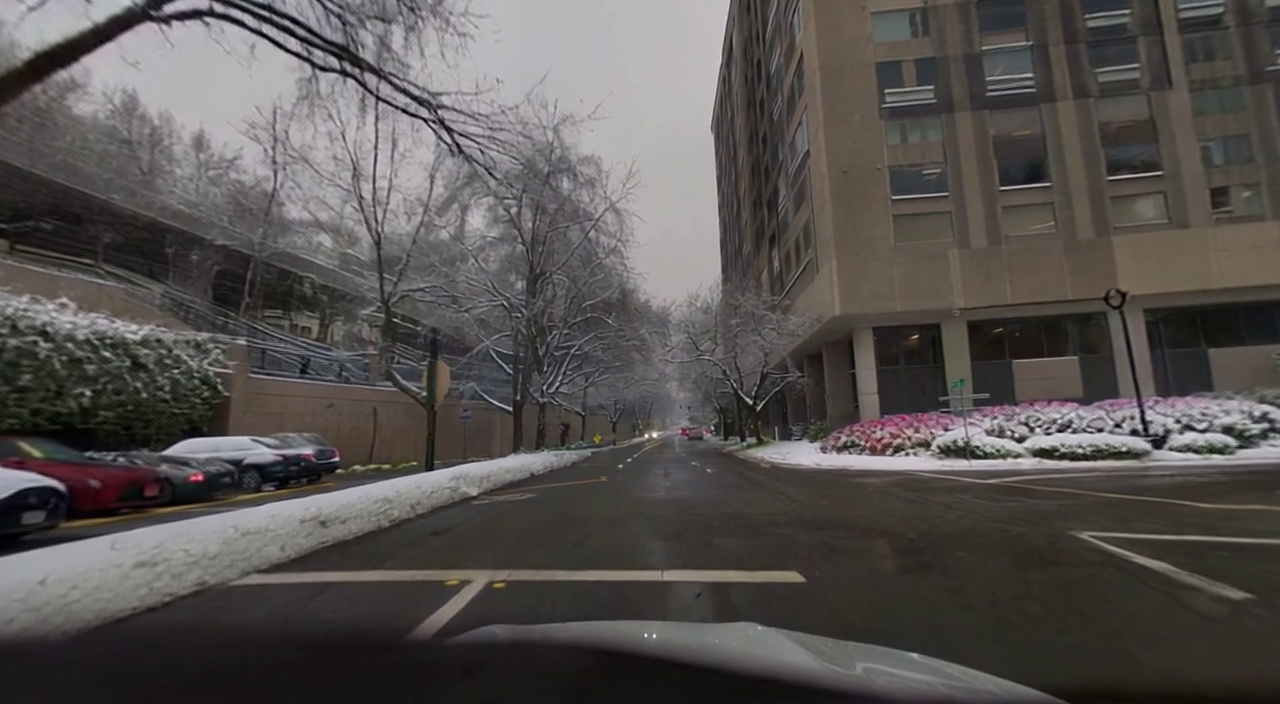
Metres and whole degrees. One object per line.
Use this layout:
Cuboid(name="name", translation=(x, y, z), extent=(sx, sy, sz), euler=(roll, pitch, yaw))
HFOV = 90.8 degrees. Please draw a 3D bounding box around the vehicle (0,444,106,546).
Cuboid(name="vehicle", translation=(-11.105, 2.073, 9.204), extent=(4.694, 1.447, 2.137), euler=(5, -10, -31))
